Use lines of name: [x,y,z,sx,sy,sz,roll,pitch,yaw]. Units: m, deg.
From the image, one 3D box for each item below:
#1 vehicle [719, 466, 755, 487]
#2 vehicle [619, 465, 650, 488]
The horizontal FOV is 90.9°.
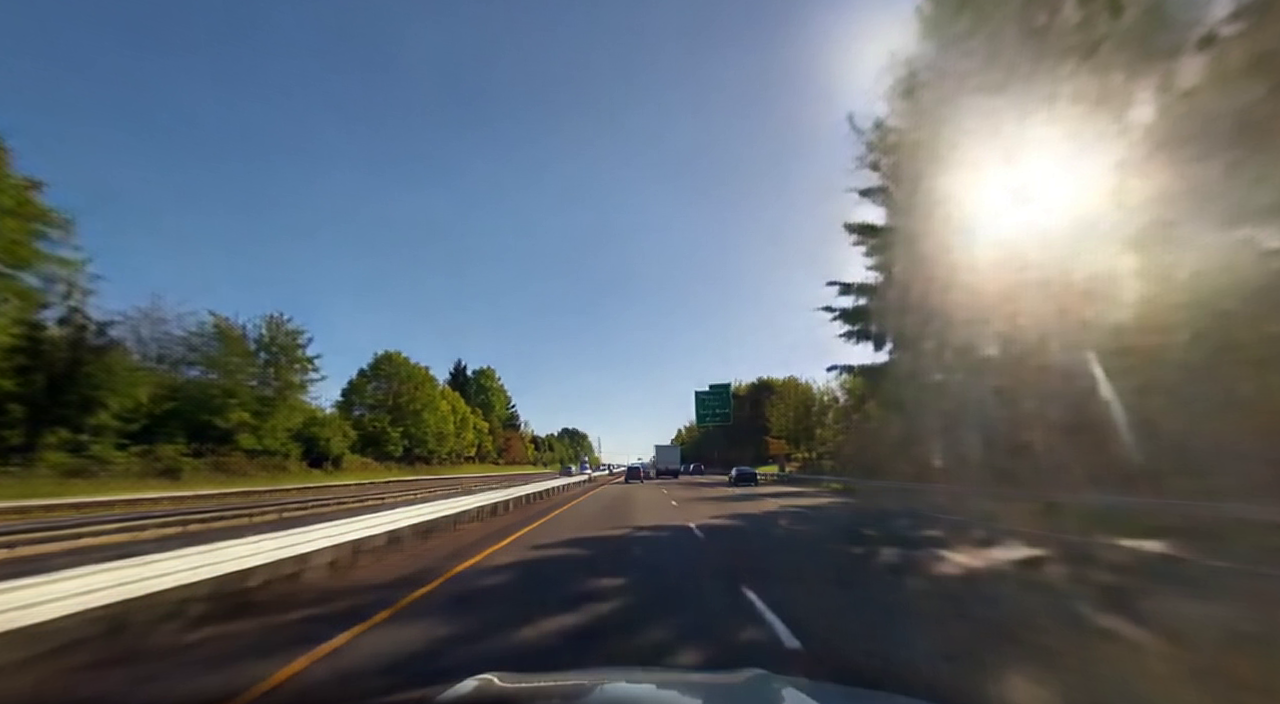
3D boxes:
vehicle: [7.391,9.495,48.254,1.977,1.494,4.311,1,-10,-2]
vehicle: [-0.385,8.602,43.740,2.025,1.452,3.927,1,-10,-1]
